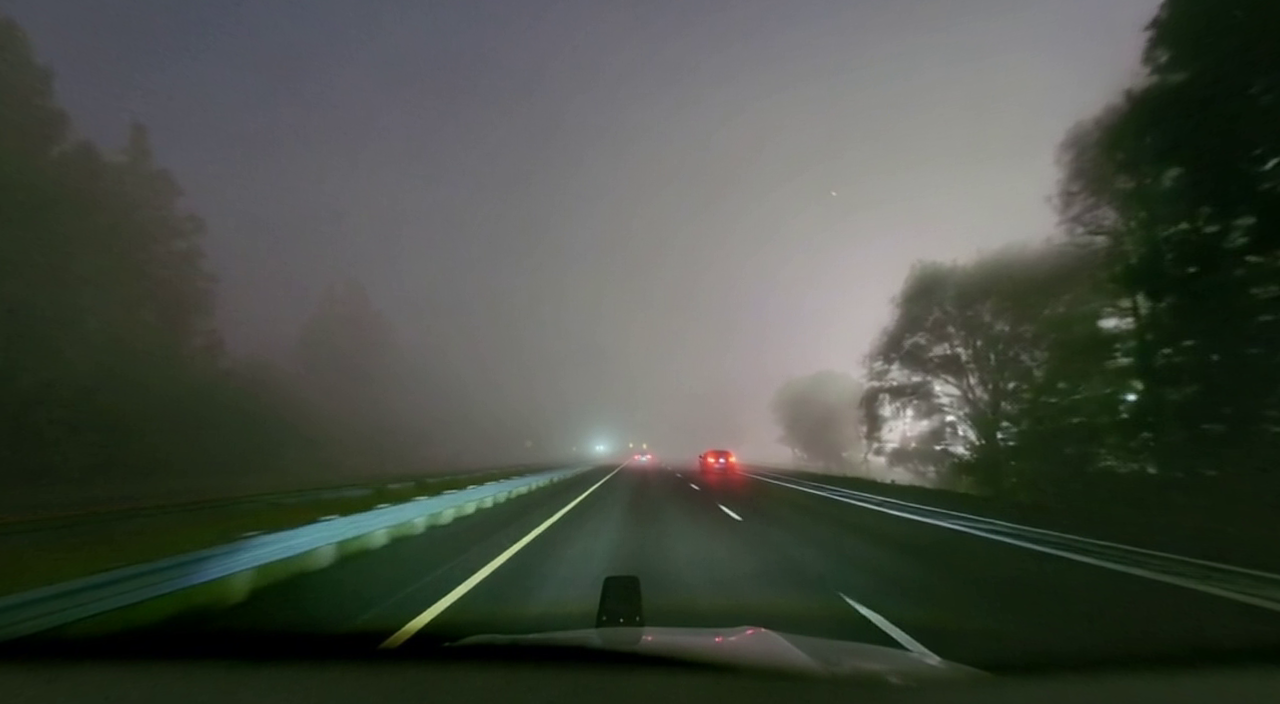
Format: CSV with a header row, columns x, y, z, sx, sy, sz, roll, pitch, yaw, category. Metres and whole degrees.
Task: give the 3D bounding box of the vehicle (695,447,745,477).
x,y,z,sx,sy,sz,roll,pitch,yaw,category
4.215,5.867,33.846,2.115,1.522,4.330,0,-9,0,vehicle
